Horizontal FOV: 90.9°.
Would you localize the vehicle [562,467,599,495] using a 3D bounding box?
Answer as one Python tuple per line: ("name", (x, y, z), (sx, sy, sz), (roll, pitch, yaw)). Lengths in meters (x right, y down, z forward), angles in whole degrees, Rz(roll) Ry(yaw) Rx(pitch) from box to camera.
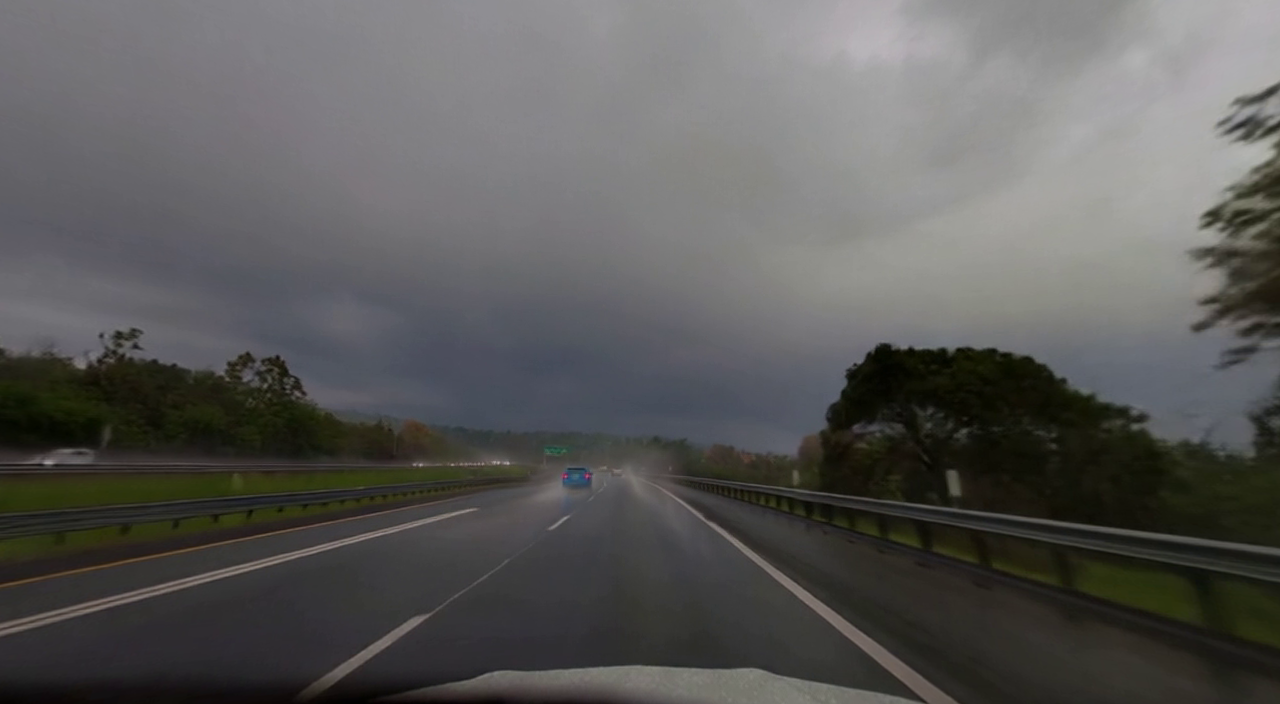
("vehicle", (-3.520, 7.734, 38.073), (1.967, 1.556, 4.364), (1, -11, -2))
